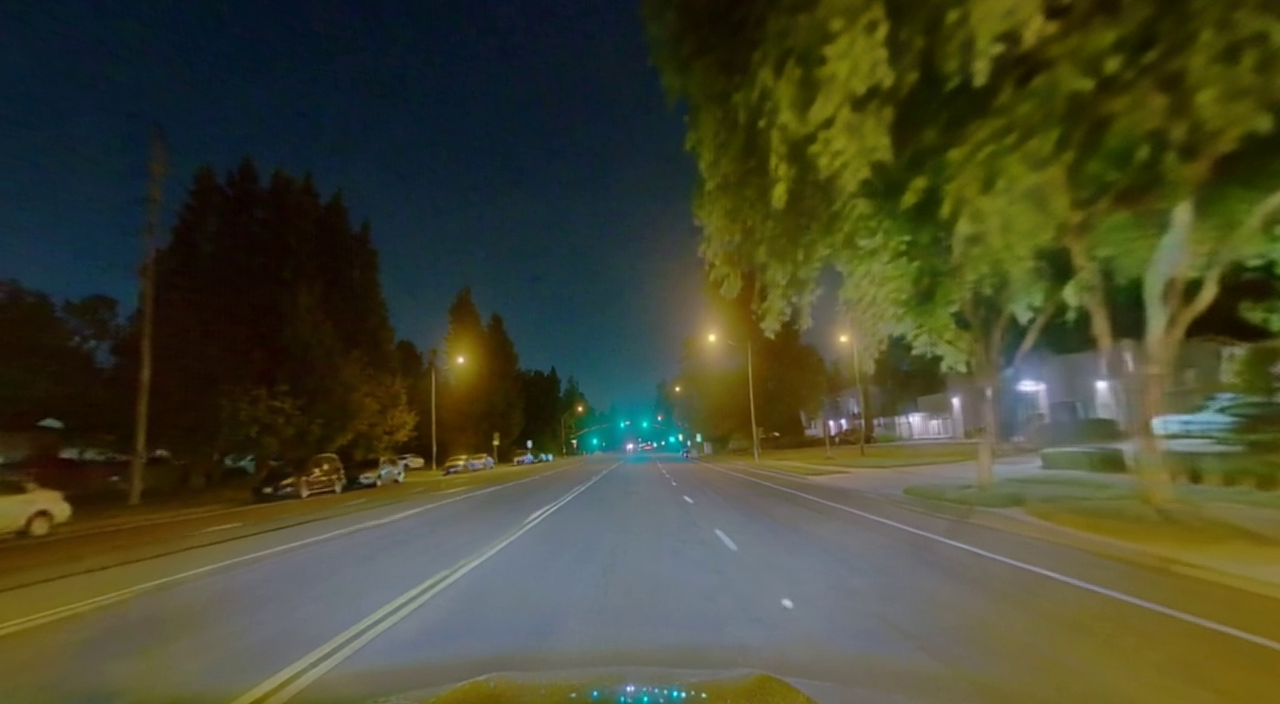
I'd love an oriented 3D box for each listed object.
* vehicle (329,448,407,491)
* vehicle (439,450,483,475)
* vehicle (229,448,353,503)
[{"bbox_3d":[-12.608,5.431,29.554,1.882,1.727,3.945,-3,-8,1],"label":"vehicle"},{"bbox_3d":[-12.611,7.788,44.708,1.828,1.510,4.149,-4,-8,0],"label":"vehicle"},{"bbox_3d":[-12.879,4.537,23.788,1.882,1.775,4.904,0,-8,0],"label":"vehicle"}]
